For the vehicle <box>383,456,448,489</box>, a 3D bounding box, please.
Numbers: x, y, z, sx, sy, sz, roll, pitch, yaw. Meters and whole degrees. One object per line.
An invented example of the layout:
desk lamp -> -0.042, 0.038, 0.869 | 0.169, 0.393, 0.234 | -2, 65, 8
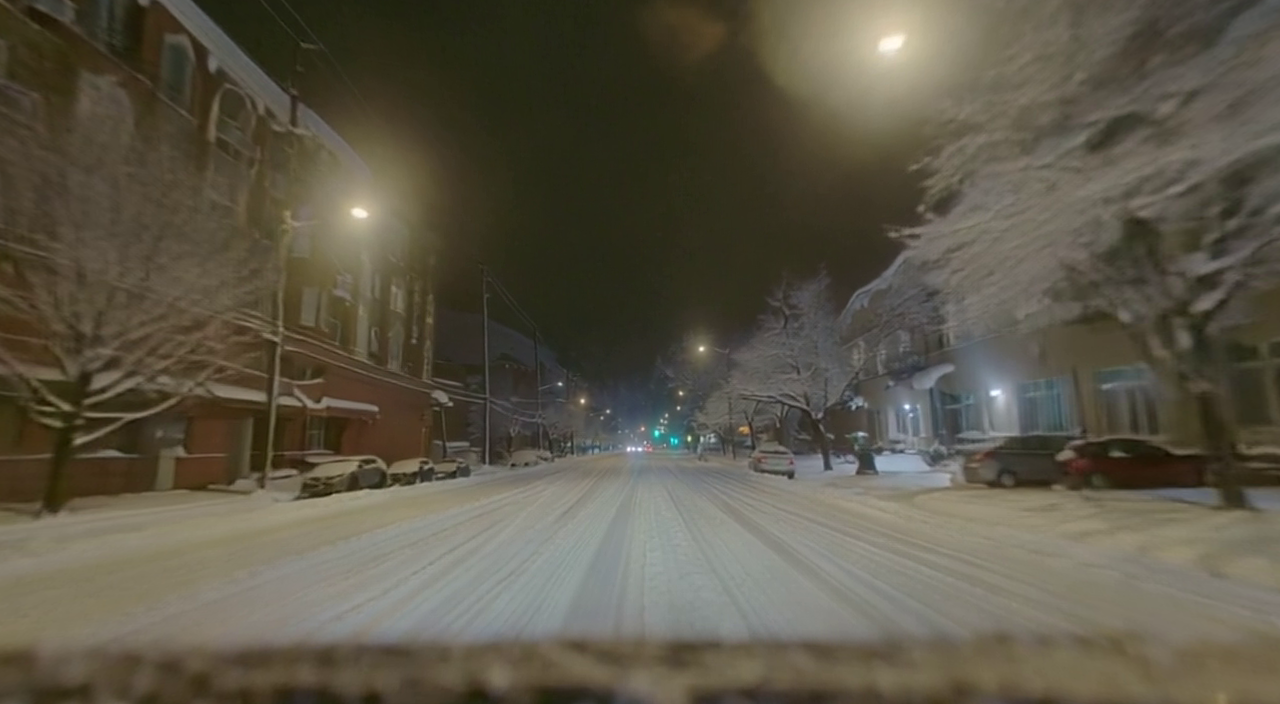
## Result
vehicle -> -11.763, 6.317, 33.187 | 1.876, 1.502, 4.506 | -3, -9, -1

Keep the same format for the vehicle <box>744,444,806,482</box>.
vehicle -> 6.775, 5.613, 32.150 | 2.078, 1.766, 5.474 | 0, -9, 1

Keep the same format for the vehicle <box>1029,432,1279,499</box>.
vehicle -> 13.025, 2.851, 15.943 | 4.833, 1.554, 2.085 | 0, -9, 1

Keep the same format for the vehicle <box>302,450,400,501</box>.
vehicle -> -11.878, 5.062, 26.165 | 1.979, 1.759, 4.435 | -3, -9, 0
